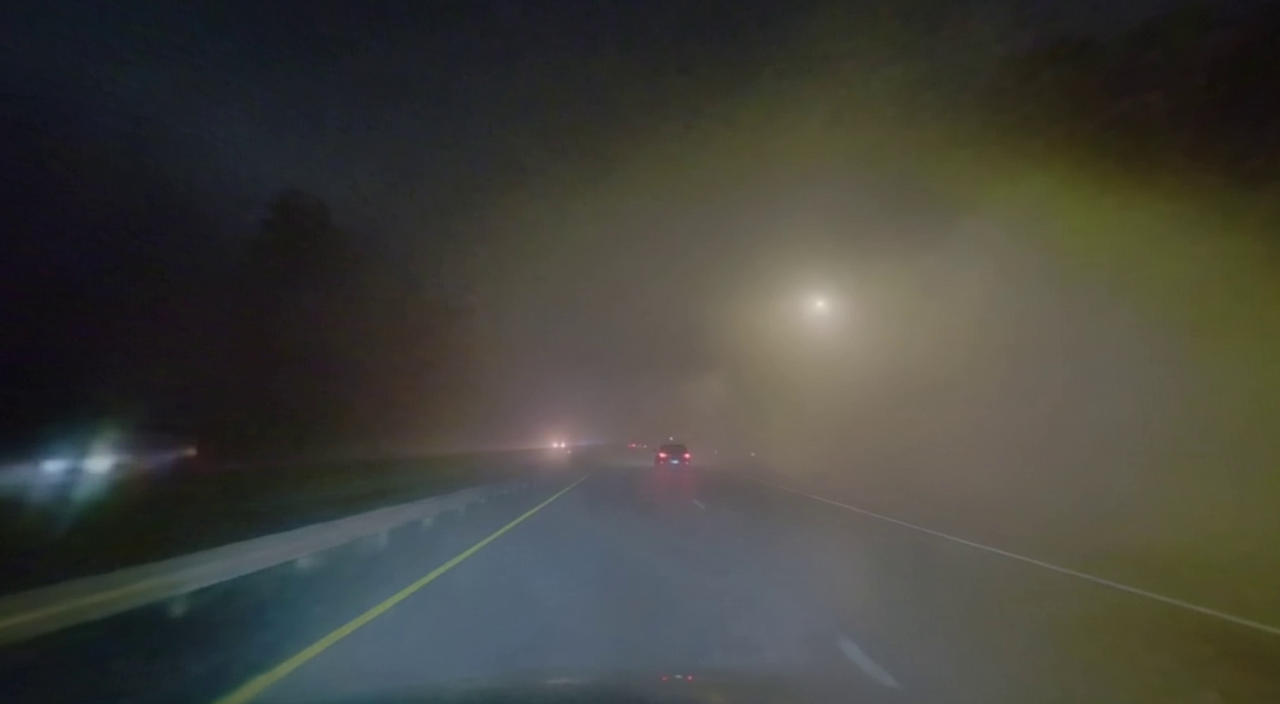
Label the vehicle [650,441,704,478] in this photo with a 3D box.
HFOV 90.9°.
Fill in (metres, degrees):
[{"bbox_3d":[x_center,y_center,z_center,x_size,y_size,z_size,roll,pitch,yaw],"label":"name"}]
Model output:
[{"bbox_3d":[1.552,4.709,27.860,1.991,1.475,4.302,0,-8,-2],"label":"vehicle"}]
